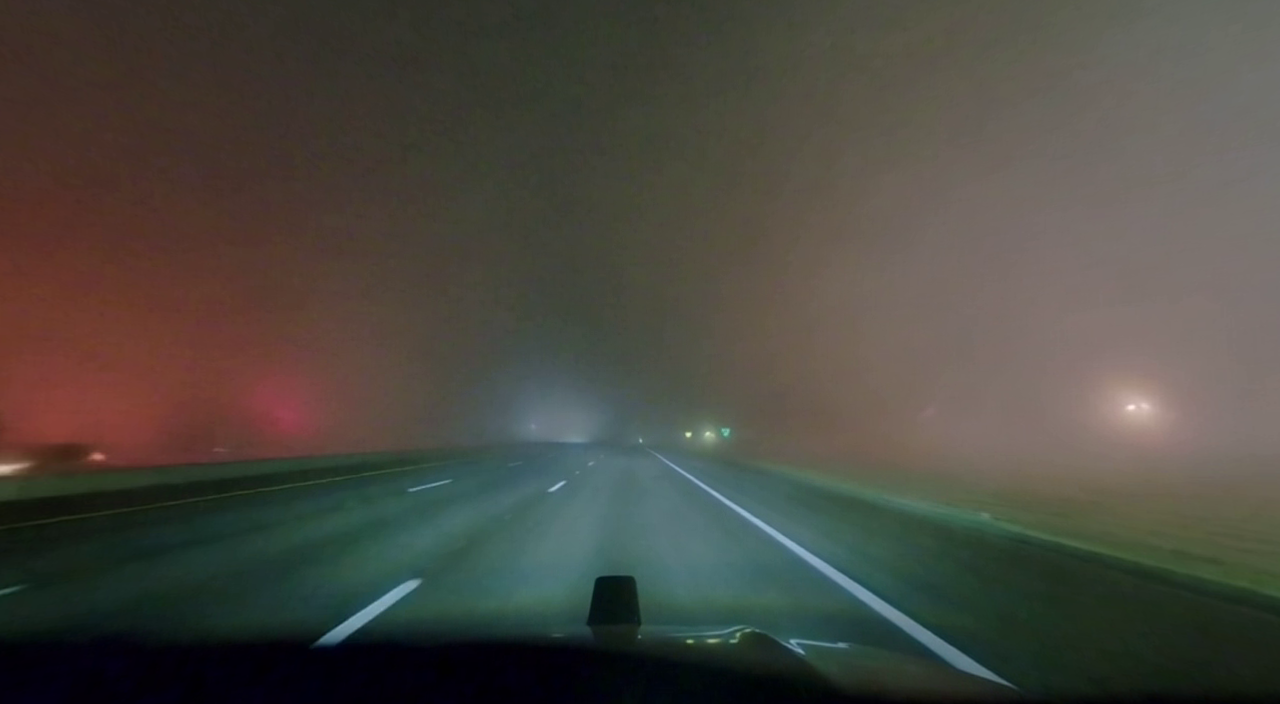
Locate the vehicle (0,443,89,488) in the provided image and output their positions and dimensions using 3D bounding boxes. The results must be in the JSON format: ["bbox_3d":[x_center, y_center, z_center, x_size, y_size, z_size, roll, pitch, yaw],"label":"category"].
[{"bbox_3d":[-23.211,4.161,23.185,1.858,1.508,4.267,0,-8,0],"label":"vehicle"}]
